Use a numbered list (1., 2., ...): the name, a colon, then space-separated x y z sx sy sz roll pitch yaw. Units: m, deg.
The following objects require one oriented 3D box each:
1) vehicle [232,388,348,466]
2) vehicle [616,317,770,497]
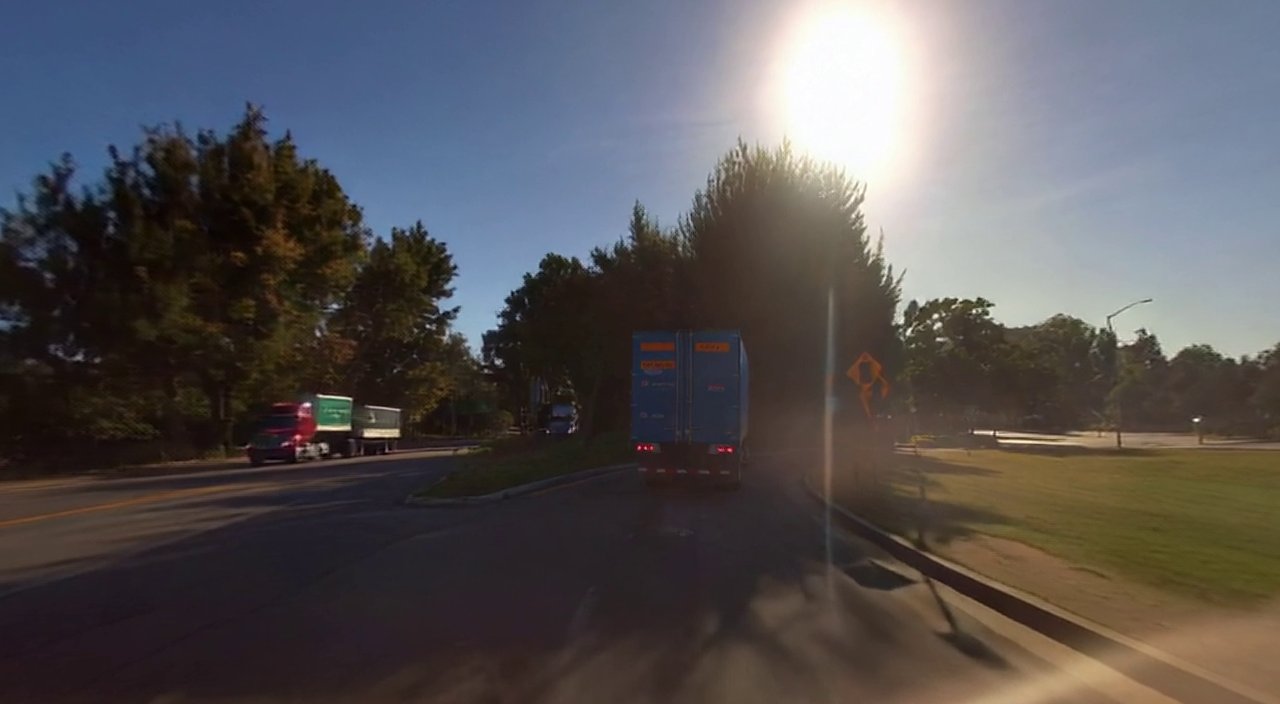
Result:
1. vehicle: -18.362 4.040 33.552 3.008 3.708 6.125 0 -8 -5
2. vehicle: 1.968 1.746 17.596 2.937 3.647 9.344 -3 -8 12
